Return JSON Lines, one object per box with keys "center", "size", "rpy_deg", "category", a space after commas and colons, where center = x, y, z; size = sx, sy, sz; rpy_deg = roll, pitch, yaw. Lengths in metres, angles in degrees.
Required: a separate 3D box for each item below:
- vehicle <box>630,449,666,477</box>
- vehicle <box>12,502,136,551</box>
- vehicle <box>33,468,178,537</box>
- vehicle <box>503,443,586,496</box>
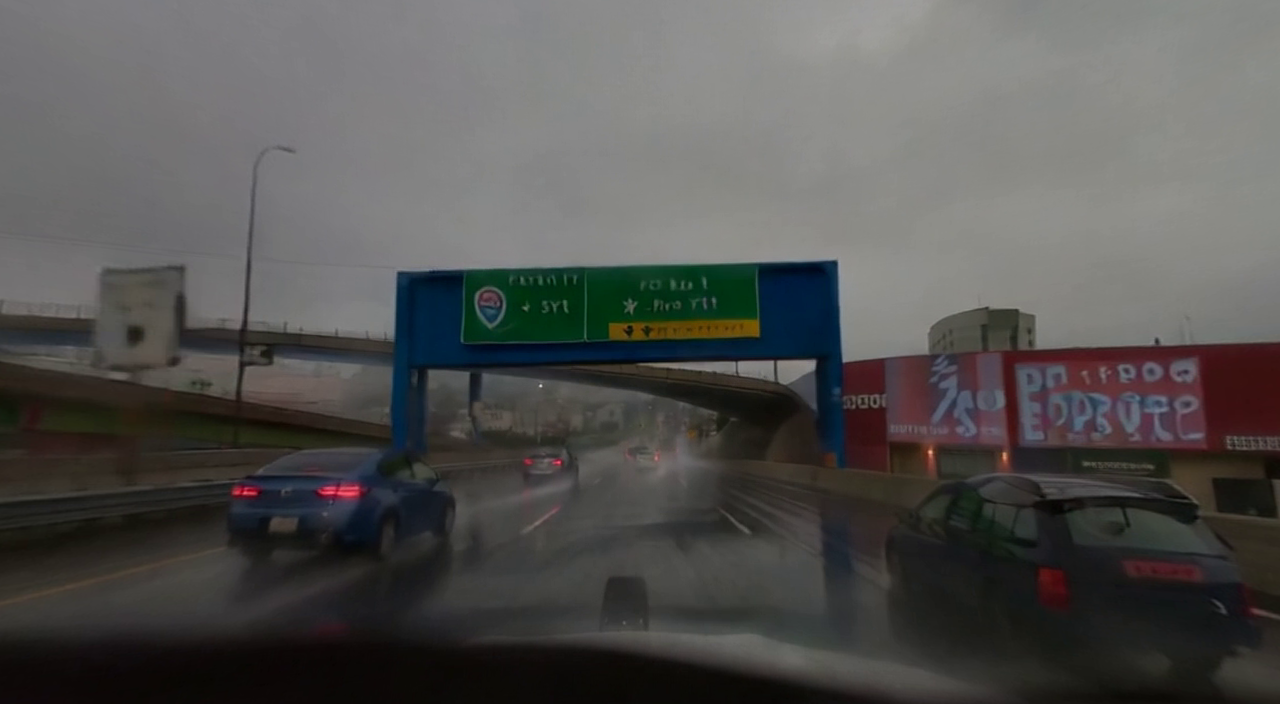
{"center": [0.419, 6.070, 34.774], "size": [1.877, 1.386, 3.872], "rpy_deg": [0, -8, -1], "category": "vehicle"}
{"center": [-32.092, 9.885, 36.061], "size": [2.018, 2.023, 5.545], "rpy_deg": [0, -8, -1], "category": "vehicle"}
{"center": [-37.198, 10.393, 44.500], "size": [3.004, 3.950, 8.532], "rpy_deg": [0, -8, -3], "category": "vehicle"}
{"center": [-3.077, 3.877, 21.316], "size": [2.064, 1.589, 4.213], "rpy_deg": [0, -8, 1], "category": "vehicle"}
